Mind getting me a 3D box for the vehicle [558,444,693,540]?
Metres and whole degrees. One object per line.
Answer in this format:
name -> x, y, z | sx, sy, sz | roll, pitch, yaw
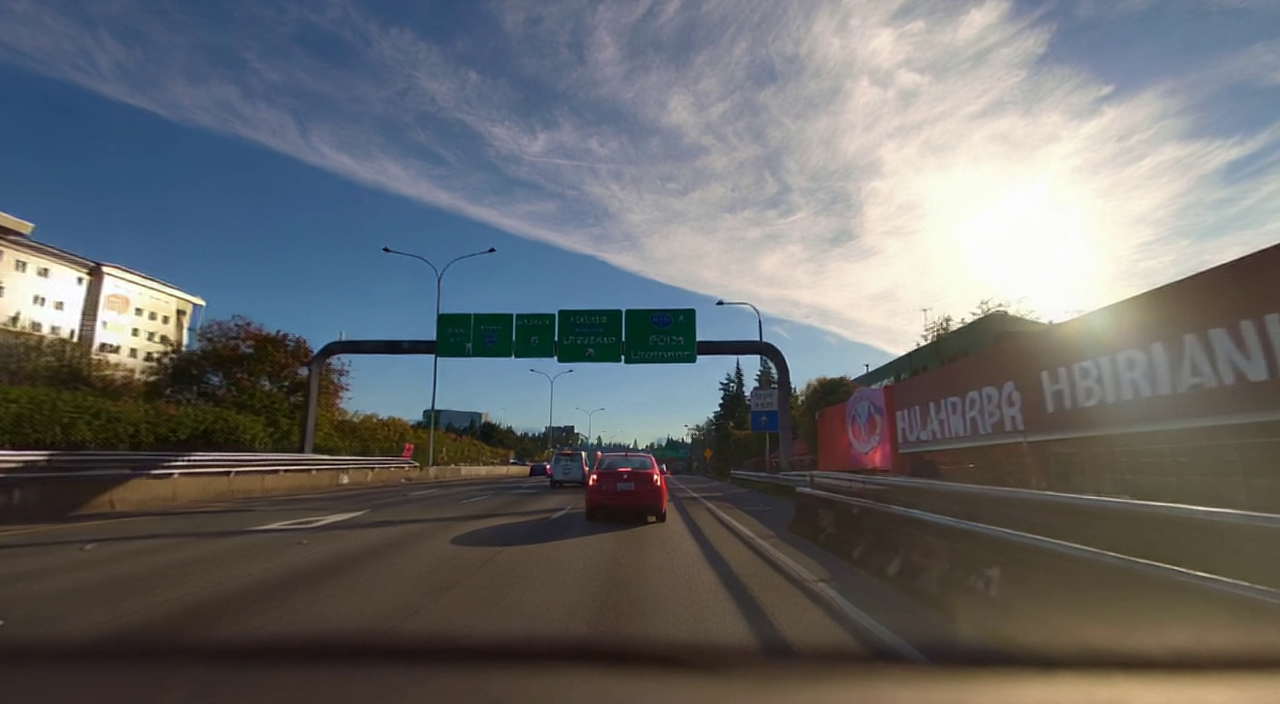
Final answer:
vehicle -> -0.227, 2.465, 11.715 | 2.063, 1.442, 3.933 | 0, -9, 0
